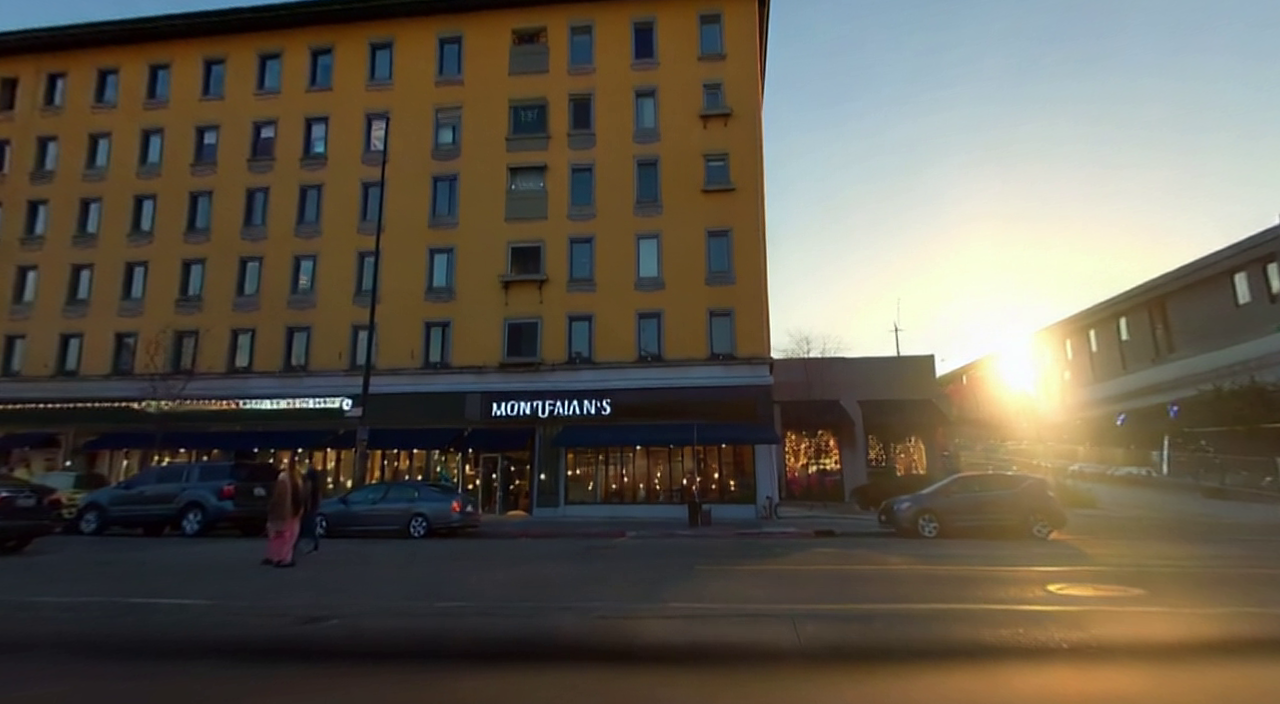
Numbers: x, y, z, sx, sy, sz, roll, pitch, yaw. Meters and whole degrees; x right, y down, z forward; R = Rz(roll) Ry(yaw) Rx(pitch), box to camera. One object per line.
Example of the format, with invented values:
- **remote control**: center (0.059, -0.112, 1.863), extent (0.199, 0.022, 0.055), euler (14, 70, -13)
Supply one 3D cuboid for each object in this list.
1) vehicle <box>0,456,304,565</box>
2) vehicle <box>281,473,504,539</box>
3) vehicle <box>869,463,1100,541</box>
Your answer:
- **vehicle**: center (-8.019, 2.413, 10.065), extent (4.330, 1.458, 1.932), euler (-2, -9, 10)
- **vehicle**: center (-6.055, 3.791, 15.794), extent (4.830, 1.421, 1.826), euler (-1, -9, 5)
- **vehicle**: center (8.091, 3.546, 15.220), extent (4.410, 1.687, 1.834), euler (-1, -9, 3)
